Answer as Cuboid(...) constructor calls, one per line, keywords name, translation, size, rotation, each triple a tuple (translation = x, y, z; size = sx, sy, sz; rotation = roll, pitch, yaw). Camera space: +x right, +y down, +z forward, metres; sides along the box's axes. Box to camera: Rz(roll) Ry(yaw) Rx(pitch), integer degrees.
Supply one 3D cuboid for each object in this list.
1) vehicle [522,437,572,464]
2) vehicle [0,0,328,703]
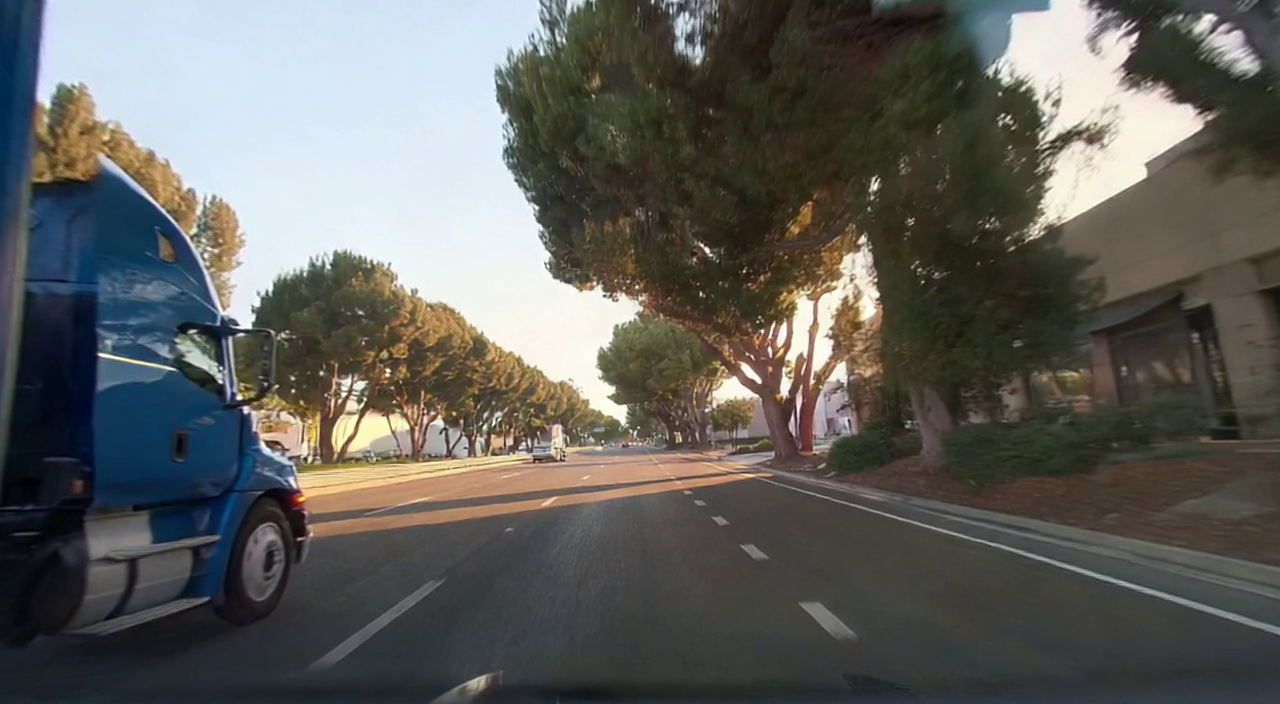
Cuboid(name="vehicle", translation=(-6.878, 7.408, 47.683), size=(2.743, 1.832, 7.257), rotation=(0, -8, 0))
Cuboid(name="vehicle", translation=(-3.606, -0.202, 0.118), size=(2.910, 3.419, 8.376), rotation=(0, -8, -1))
